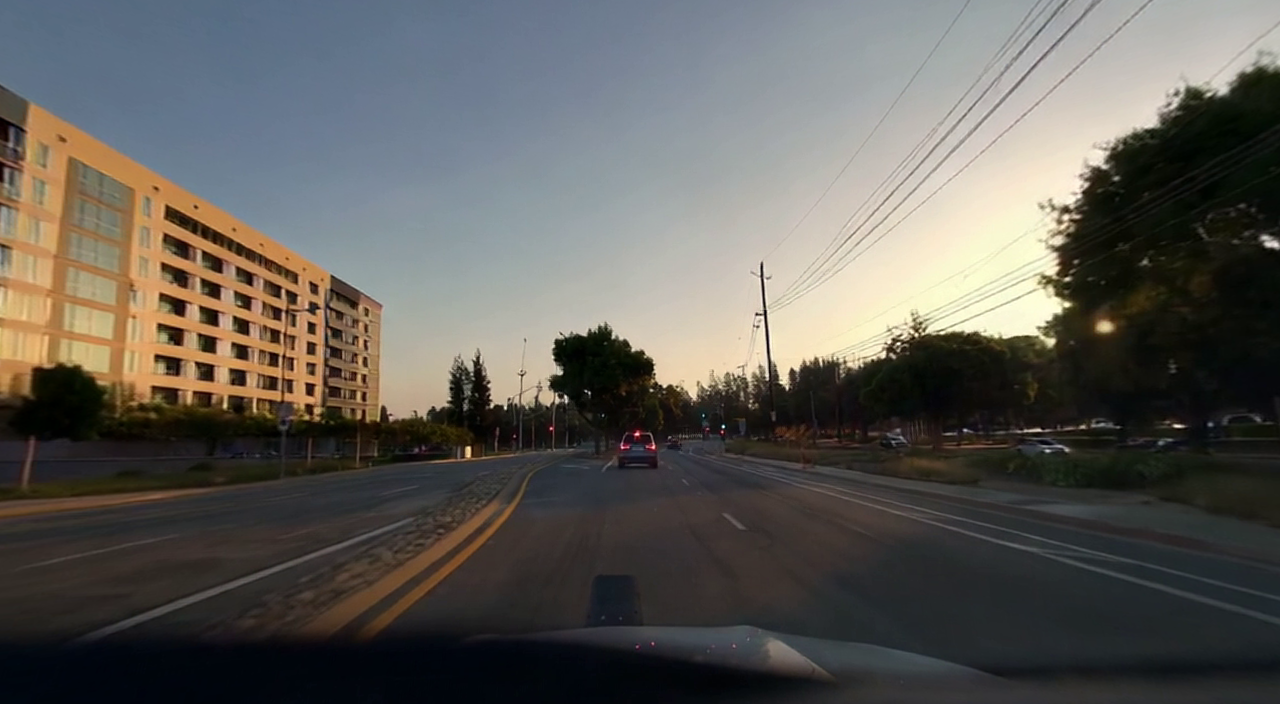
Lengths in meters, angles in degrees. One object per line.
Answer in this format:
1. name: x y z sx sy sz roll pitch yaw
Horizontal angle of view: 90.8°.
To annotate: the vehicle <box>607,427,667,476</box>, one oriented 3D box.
1. vehicle: -0.112 3.928 25.109 2.189 1.776 4.342 0 -9 0
